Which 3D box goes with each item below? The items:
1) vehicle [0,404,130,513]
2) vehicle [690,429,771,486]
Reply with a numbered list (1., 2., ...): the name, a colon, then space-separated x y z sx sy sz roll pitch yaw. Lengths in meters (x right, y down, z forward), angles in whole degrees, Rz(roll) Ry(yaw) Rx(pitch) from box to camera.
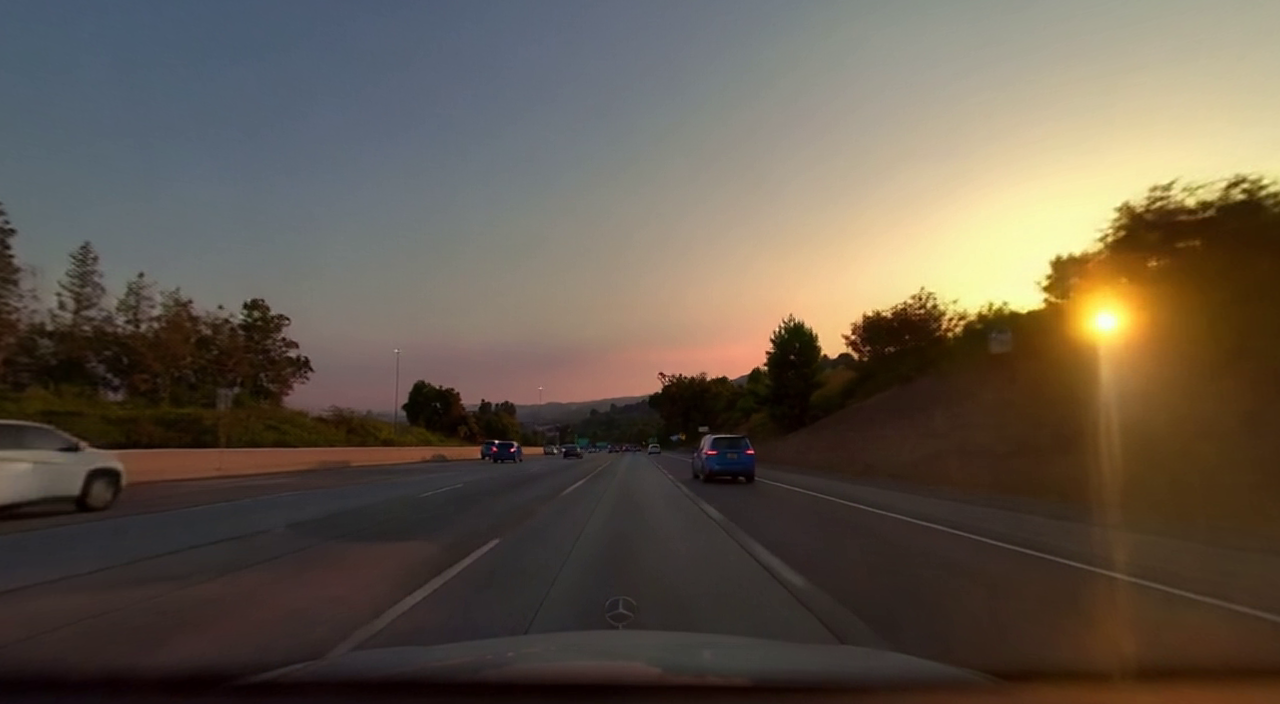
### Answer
1. vehicle: -14.772 2.215 13.147 2.736 2.262 6.533 0 -9 0
2. vehicle: 3.265 3.950 23.783 2.184 1.892 4.763 0 -9 -2
